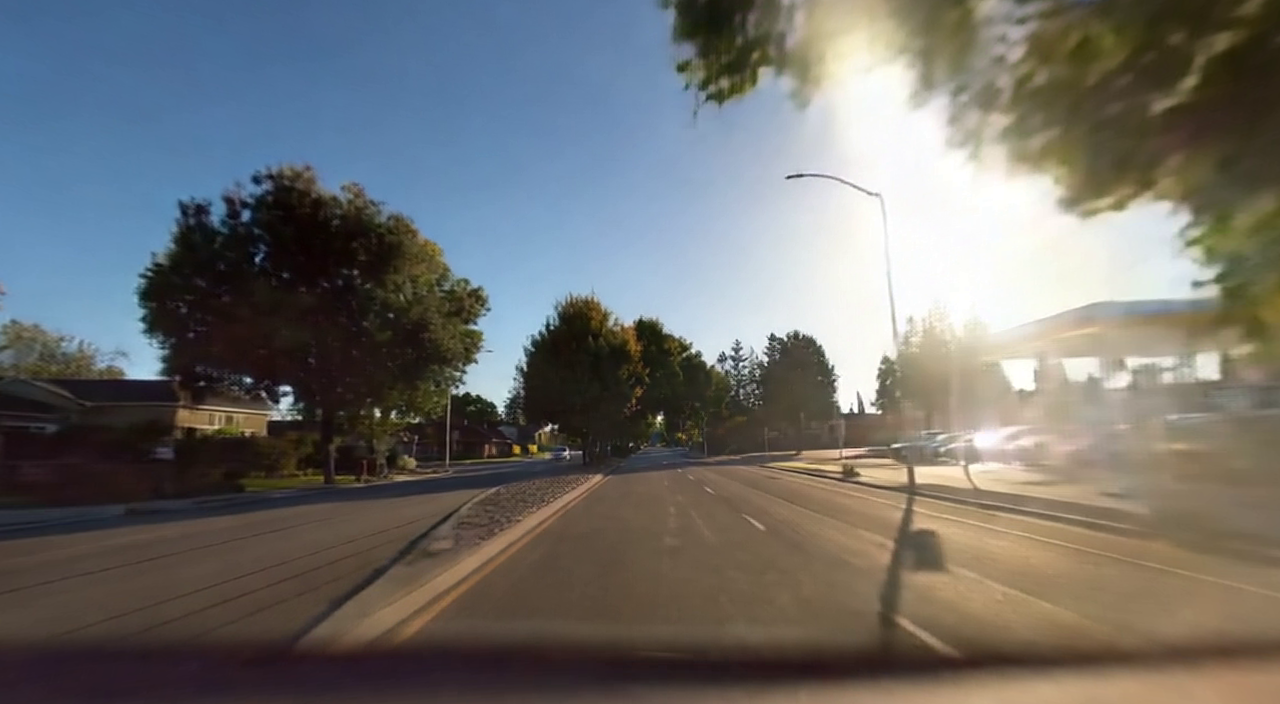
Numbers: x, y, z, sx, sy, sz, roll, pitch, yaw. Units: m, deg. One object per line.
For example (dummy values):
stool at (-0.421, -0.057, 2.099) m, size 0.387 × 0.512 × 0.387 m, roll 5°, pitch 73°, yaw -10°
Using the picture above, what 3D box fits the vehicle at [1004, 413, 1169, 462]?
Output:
vehicle at (16.731, 3.223, 23.864) m, size 4.594 × 1.751 × 2.071 m, roll 0°, pitch -8°, yaw -1°

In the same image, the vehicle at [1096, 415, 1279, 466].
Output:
vehicle at (16.854, 2.714, 19.308) m, size 4.352 × 1.466 × 1.943 m, roll 0°, pitch -8°, yaw -3°

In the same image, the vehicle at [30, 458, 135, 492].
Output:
vehicle at (-26.845, 5.908, 30.585) m, size 1.768 × 1.465 × 3.569 m, roll 0°, pitch -8°, yaw 1°
